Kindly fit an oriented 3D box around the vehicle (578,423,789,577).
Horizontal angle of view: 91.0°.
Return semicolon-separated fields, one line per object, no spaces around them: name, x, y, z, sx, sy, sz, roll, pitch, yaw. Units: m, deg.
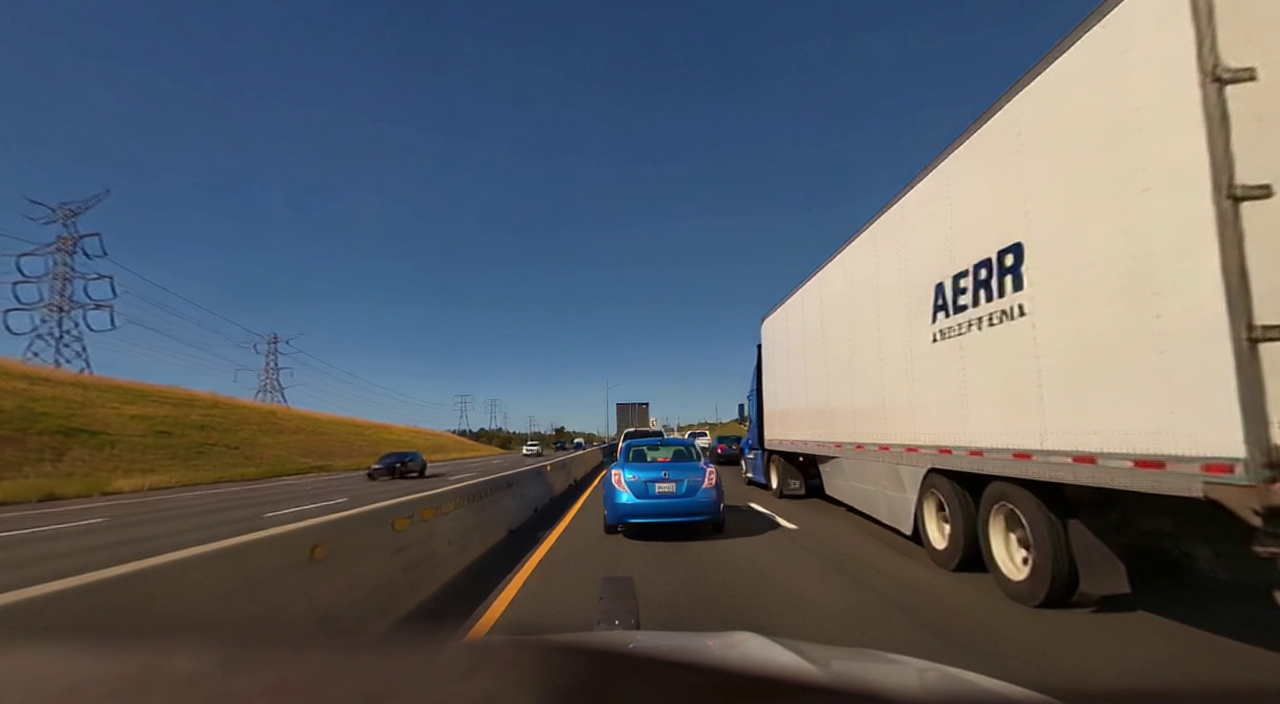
vehicle;0.347;1.692;7.951;2.045;1.446;3.597;0;-8;-2

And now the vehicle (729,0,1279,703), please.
vehicle;4.205;0.628;9.784;3.138;4.065;14.276;0;-8;-2

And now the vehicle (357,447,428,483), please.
vehicle;-11.808;5.404;30.325;1.856;1.559;3.844;-1;-8;0
